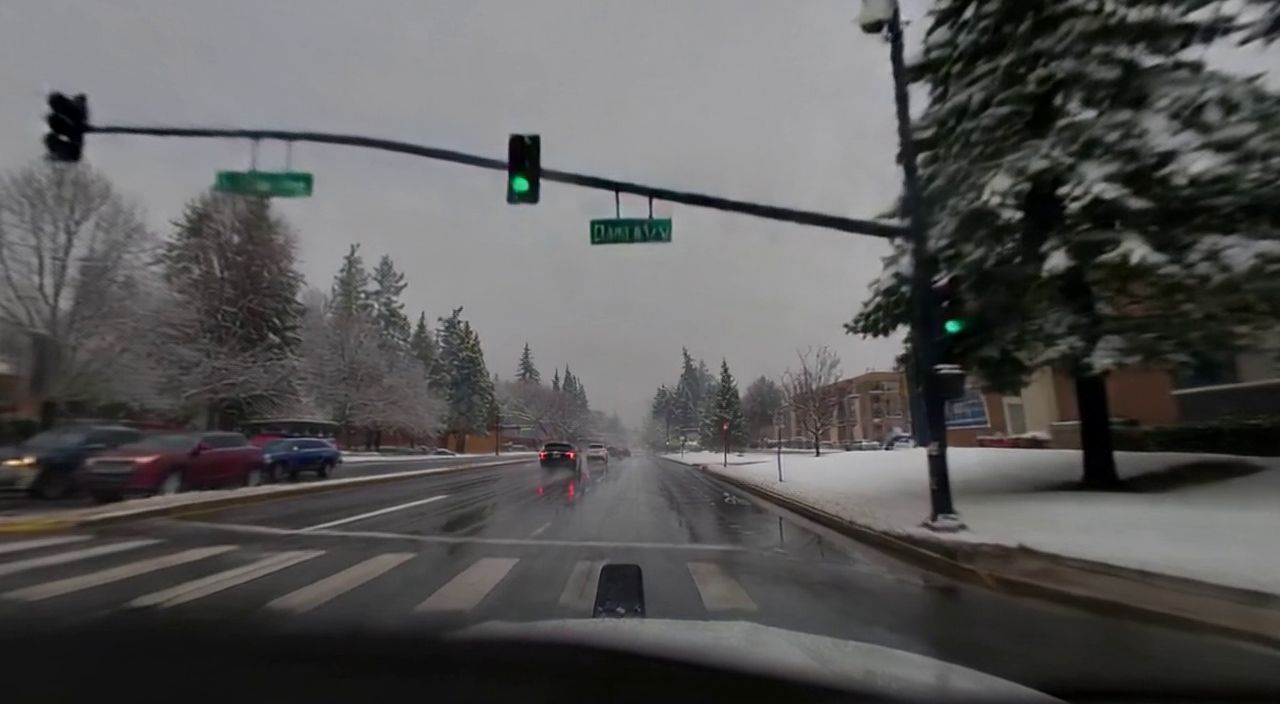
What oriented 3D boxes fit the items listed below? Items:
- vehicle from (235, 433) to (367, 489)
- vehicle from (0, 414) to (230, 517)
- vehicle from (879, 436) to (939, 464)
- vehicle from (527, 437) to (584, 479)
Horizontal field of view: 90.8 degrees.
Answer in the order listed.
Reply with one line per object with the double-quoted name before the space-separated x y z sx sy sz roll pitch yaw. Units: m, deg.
"vehicle" -11.608 3.757 22.065 2.040 1.707 4.522 0 -8 1
"vehicle" -11.794 2.462 13.865 2.105 1.759 5.403 -4 -9 -1
"vehicle" 17.638 6.409 41.689 1.995 1.554 4.943 -5 -8 3
"vehicle" -3.746 4.778 28.746 1.959 1.741 4.141 0 -8 0
